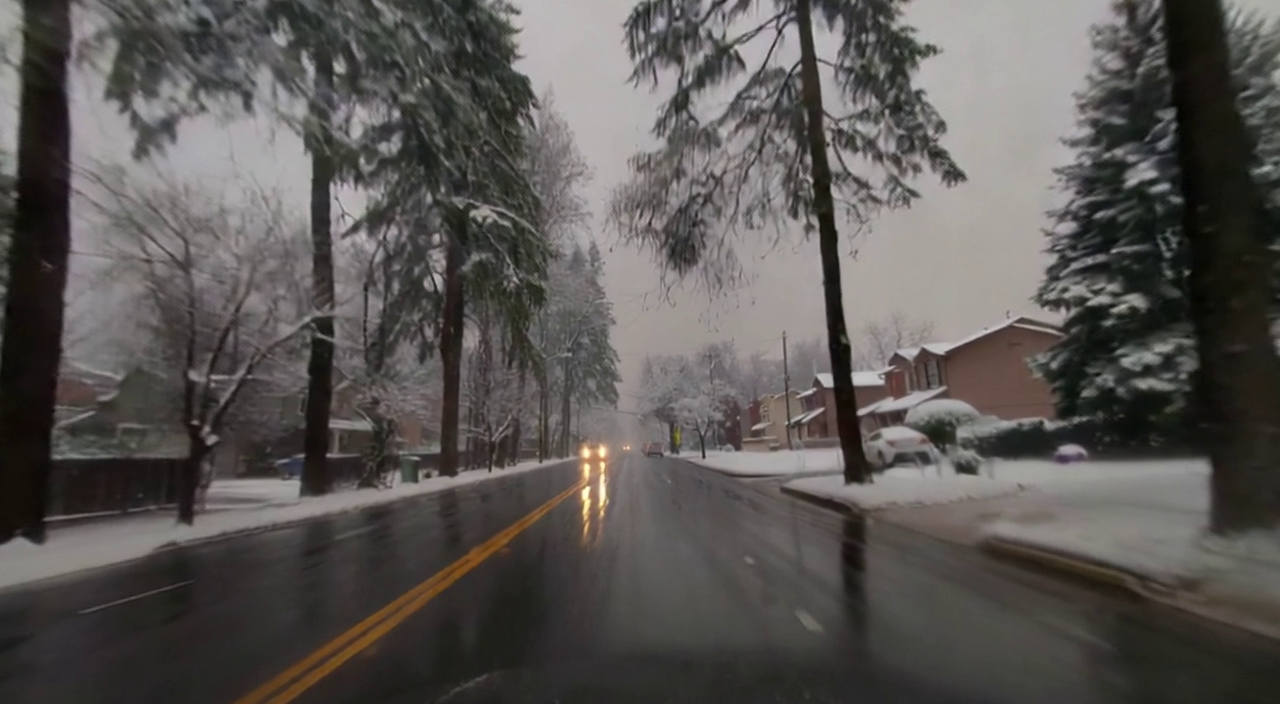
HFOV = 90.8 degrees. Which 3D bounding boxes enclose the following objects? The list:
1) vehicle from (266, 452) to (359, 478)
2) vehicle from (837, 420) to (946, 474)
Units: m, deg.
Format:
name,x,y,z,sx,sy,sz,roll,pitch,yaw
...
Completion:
name,x,y,z,sx,sy,sz,roll,pitch,yaw
vehicle,-19.560,6.768,37.912,4.459,1.432,1.979,0,-9,-1
vehicle,10.690,4.124,27.474,2.305,2.042,5.711,0,-9,0
